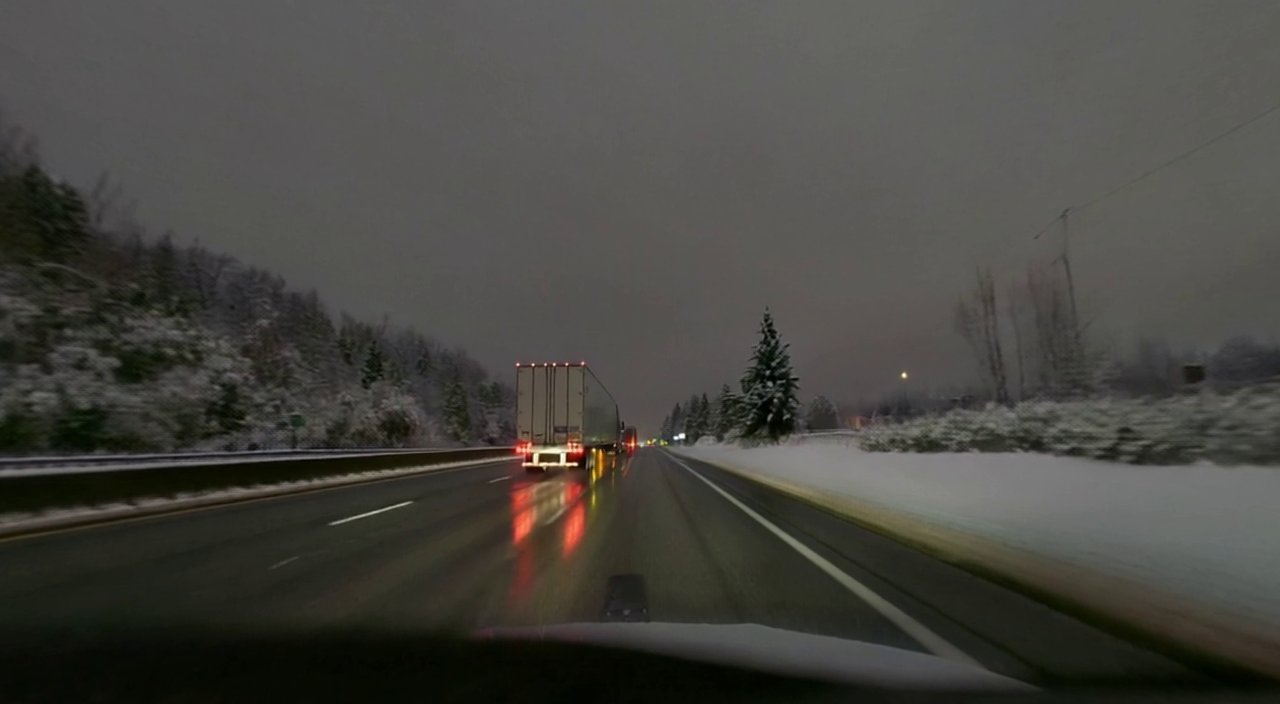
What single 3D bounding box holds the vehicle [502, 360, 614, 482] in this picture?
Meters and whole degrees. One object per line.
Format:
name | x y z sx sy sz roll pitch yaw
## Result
vehicle | -3.004 3.298 28.070 2.947 4.051 14.256 0 -8 1
